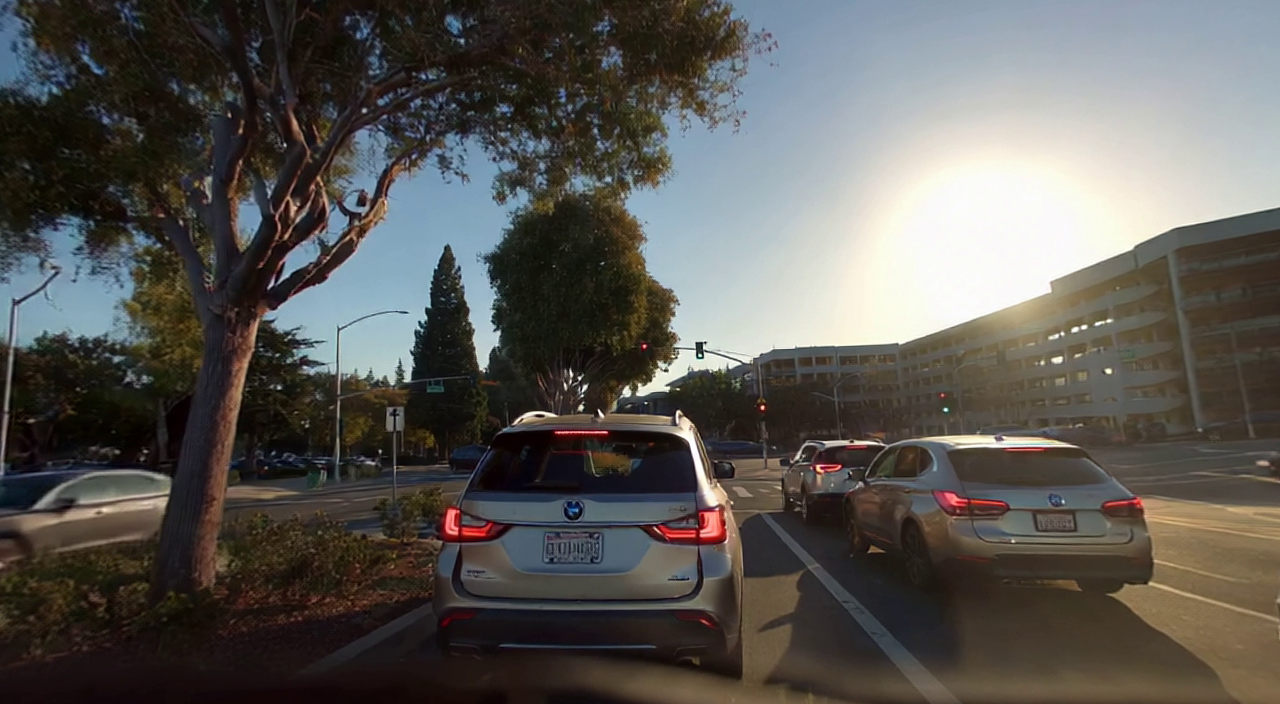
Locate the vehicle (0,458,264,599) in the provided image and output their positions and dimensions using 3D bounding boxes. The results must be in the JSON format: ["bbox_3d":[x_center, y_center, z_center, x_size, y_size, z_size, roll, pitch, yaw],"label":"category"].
[{"bbox_3d":[-8.167,2.351,9.192,2.163,1.500,4.753,-1,-8,5],"label":"vehicle"}]

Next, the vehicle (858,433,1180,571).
[{"bbox_3d":[4.908,1.968,9.180,1.963,1.480,4.553,0,-8,2],"label":"vehicle"}]

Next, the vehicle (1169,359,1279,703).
[{"bbox_3d":[4.049,0.612,1.108,1.993,1.719,4.953,0,-8,1],"label":"vehicle"}]

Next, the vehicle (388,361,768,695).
[{"bbox_3d":[-0.205,1.238,5.571,2.021,1.742,4.295,-1,-8,4],"label":"vehicle"}]

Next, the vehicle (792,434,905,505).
[{"bbox_3d":[5.333,3.034,16.727,1.994,1.638,4.100,-1,-9,6],"label":"vehicle"}]
